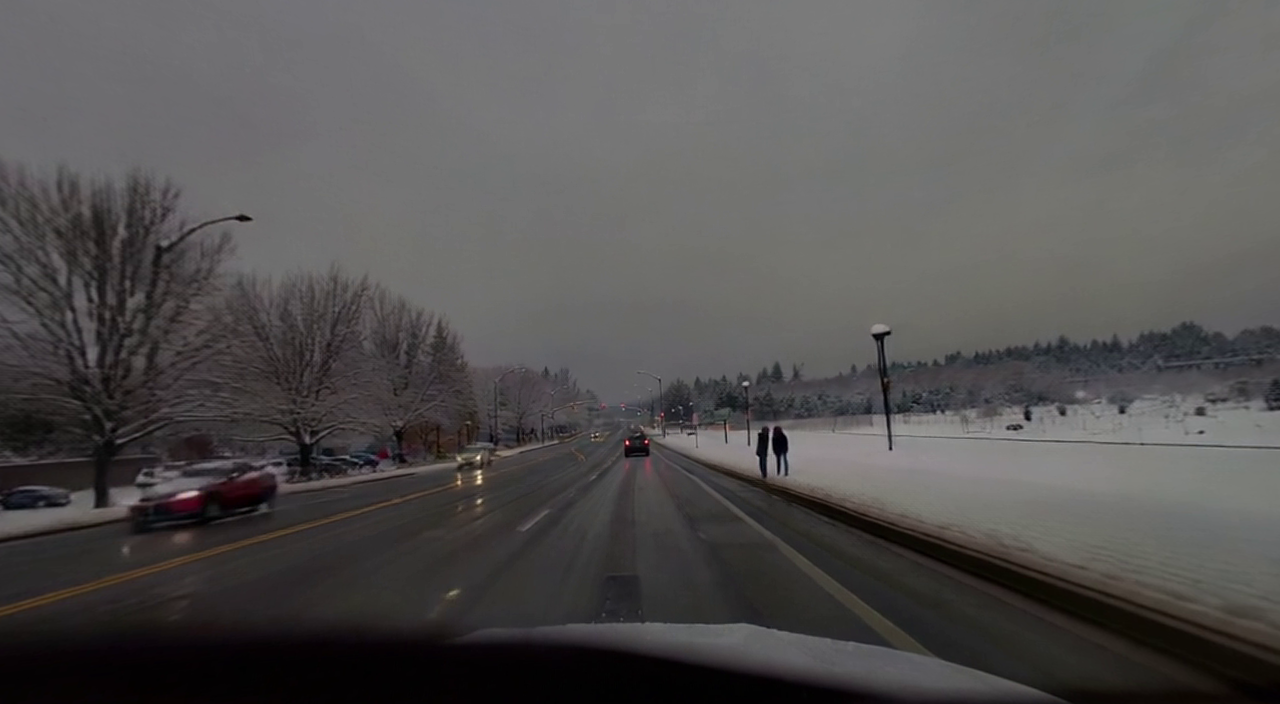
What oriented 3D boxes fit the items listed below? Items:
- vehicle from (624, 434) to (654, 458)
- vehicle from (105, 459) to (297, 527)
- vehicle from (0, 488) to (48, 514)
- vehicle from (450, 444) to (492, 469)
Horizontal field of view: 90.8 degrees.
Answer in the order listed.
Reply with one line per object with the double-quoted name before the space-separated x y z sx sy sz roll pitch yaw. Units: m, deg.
"vehicle" -0.101 7.205 48.455 2.228 1.790 4.180 0 -8 0
"vehicle" -11.498 3.674 17.052 2.011 1.475 4.536 0 -8 -2
"vehicle" -43.357 10.163 43.113 3.943 1.578 1.916 -1 -9 2
"vehicle" -12.757 7.913 48.039 2.117 1.724 4.366 0 -8 -2
